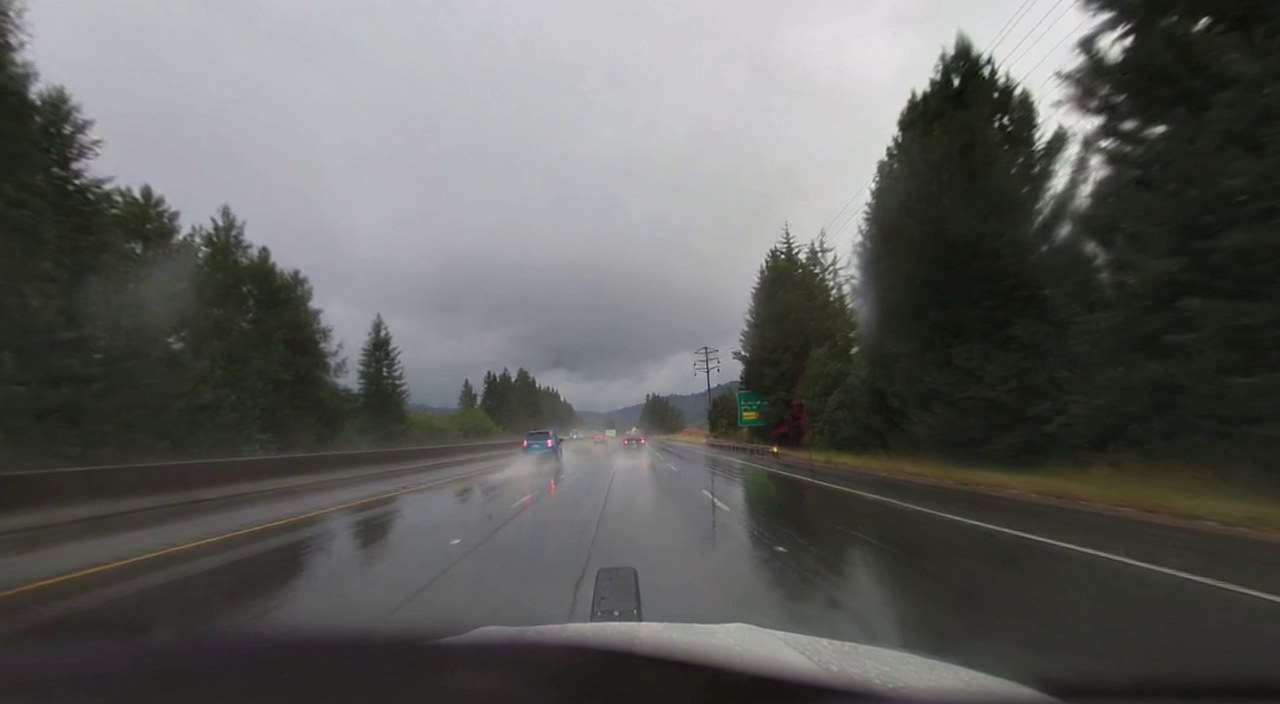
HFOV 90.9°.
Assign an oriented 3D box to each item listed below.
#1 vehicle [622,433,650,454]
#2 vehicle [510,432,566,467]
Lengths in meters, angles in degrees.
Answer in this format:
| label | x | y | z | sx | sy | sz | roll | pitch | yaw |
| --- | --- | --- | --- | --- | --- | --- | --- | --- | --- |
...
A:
| label | x | y | z | sx | sy | sz | roll | pitch | yaw |
| --- | --- | --- | --- | --- | --- | --- | --- | --- | --- |
| vehicle | -0.303 | 6.522 | 45.089 | 1.890 | 1.472 | 3.716 | 0 | -8 | -1 |
| vehicle | -4.589 | 4.403 | 28.818 | 1.911 | 1.477 | 3.807 | 0 | -8 | 0 |
